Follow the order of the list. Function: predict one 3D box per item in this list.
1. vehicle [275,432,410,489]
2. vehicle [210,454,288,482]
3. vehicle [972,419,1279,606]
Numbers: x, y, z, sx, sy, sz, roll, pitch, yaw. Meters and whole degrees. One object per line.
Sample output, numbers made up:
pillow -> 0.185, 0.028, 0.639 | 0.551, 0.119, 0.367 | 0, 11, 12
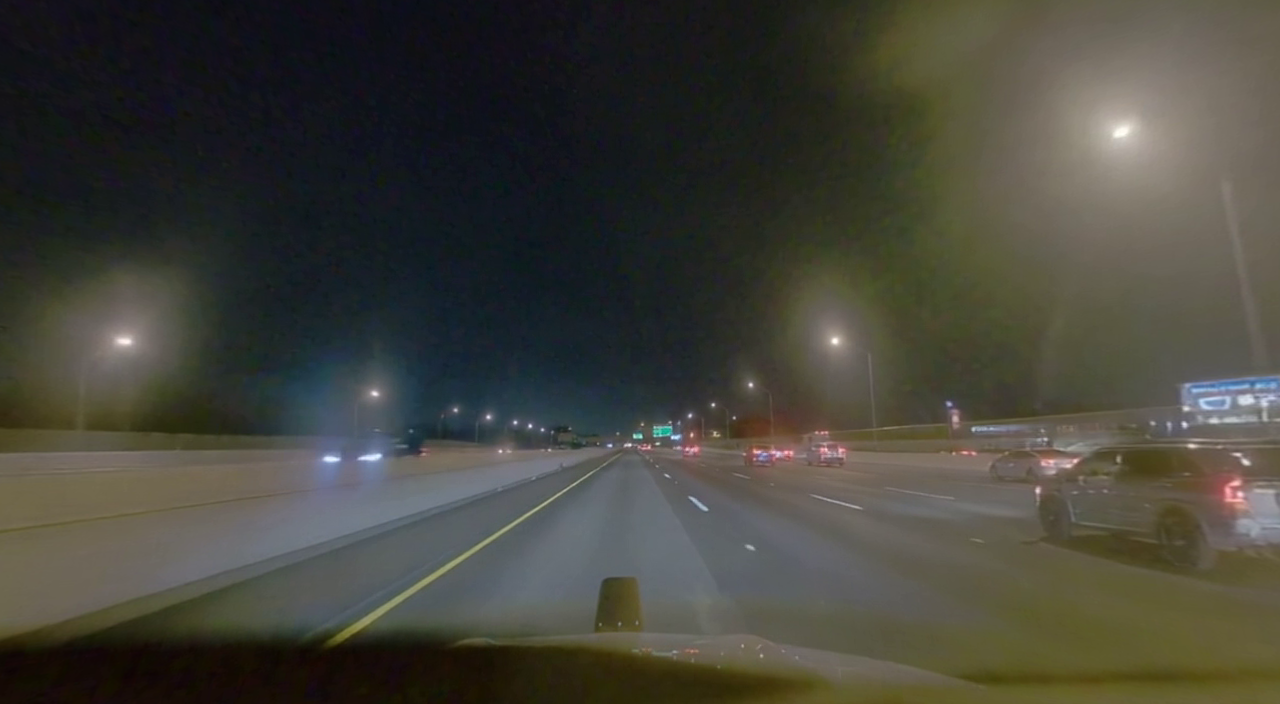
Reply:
vehicle -> -8.791, 3.211, 19.174 | 1.884, 1.485, 4.376 | 0, -8, 1
vehicle -> -23.134, 6.858, 37.623 | 1.848, 1.468, 4.461 | 0, -8, -1
vehicle -> 5.992, 1.611, 7.254 | 1.821, 1.470, 4.633 | 0, -9, 0
